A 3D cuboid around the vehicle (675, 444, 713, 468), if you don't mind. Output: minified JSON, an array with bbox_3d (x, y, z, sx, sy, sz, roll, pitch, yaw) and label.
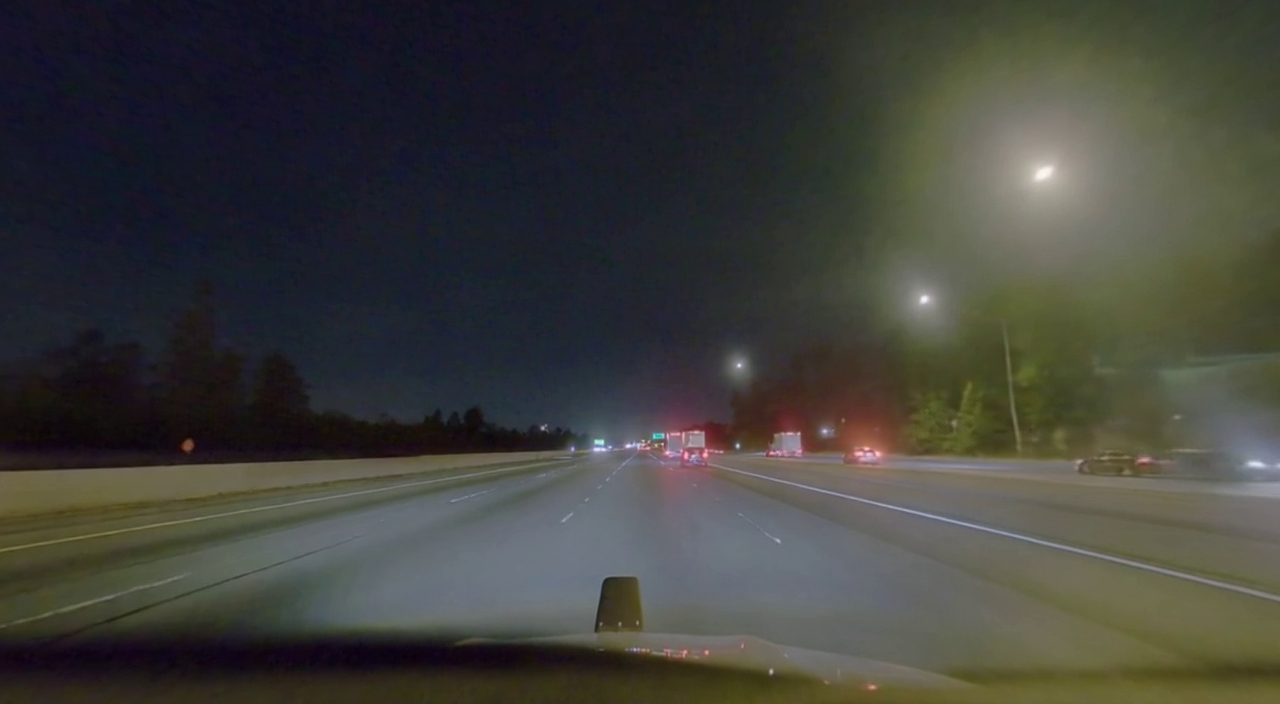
[{"bbox_3d":[3.546,6.888,42.025,2.033,1.501,4.398,0,-9,-1],"label":"vehicle"}]
